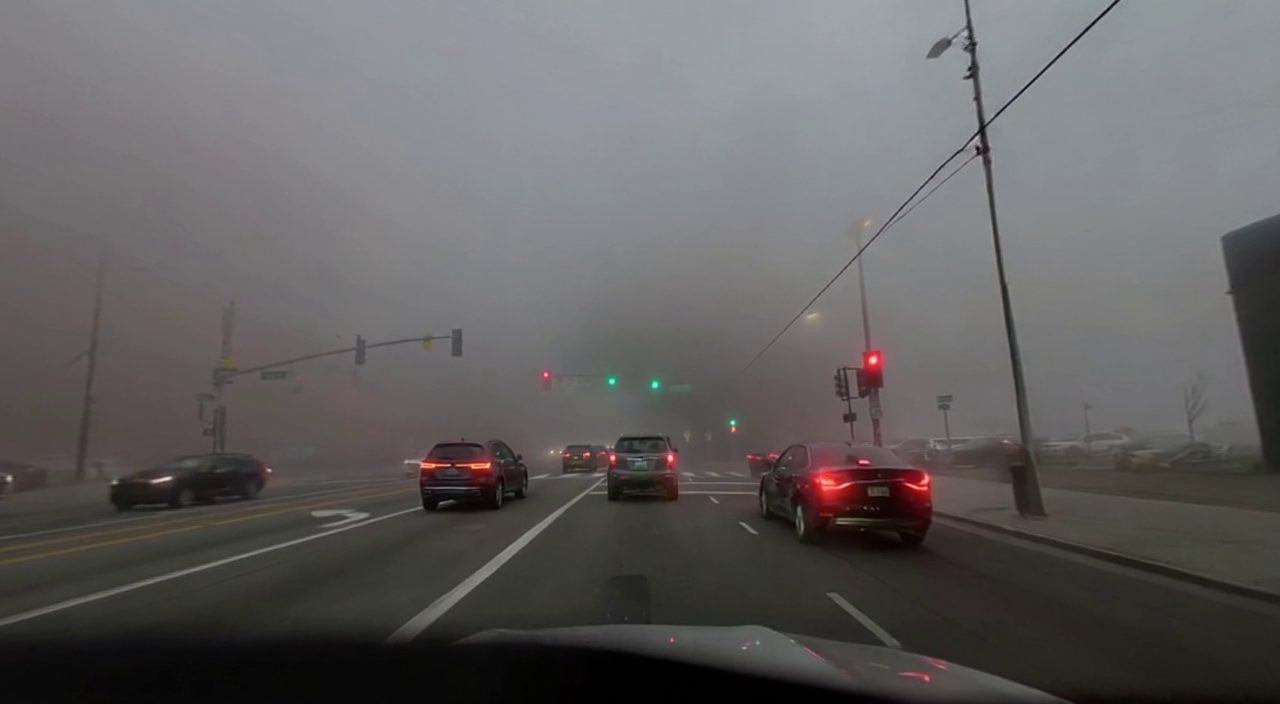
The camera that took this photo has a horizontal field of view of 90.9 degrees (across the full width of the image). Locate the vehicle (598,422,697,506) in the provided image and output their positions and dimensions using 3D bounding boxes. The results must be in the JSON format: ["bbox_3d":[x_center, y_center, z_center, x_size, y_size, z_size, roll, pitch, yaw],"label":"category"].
[{"bbox_3d":[0.194,2.671,15.400,2.075,1.770,4.018,0,-8,1],"label":"vehicle"}]

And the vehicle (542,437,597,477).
[{"bbox_3d":[-3.089,4.694,28.303,1.894,1.642,3.861,0,-8,2],"label":"vehicle"}]

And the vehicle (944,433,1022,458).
[{"bbox_3d":[23.416,6.411,43.154,4.236,1.617,1.832,-1,-9,9],"label":"vehicle"}]

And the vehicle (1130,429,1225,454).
[{"bbox_3d":[37.334,6.237,43.889,4.409,1.696,2.180,-2,-9,13],"label":"vehicle"}]

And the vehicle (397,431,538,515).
[{"bbox_3d":[-3.669,2.657,14.321,1.886,1.599,4.247,0,-8,2],"label":"vehicle"}]

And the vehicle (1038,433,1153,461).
[{"bbox_3d":[25.358,5.315,35.255,4.736,1.526,1.878,-1,-8,9],"label":"vehicle"}]

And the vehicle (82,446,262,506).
[{"bbox_3d":[-14.853,3.916,20.475,2.099,1.696,4.746,0,-8,1],"label":"vehicle"}]

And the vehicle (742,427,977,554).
[{"bbox_3d":[2.968,1.980,9.733,2.030,1.492,4.383,0,-8,0],"label":"vehicle"}]
